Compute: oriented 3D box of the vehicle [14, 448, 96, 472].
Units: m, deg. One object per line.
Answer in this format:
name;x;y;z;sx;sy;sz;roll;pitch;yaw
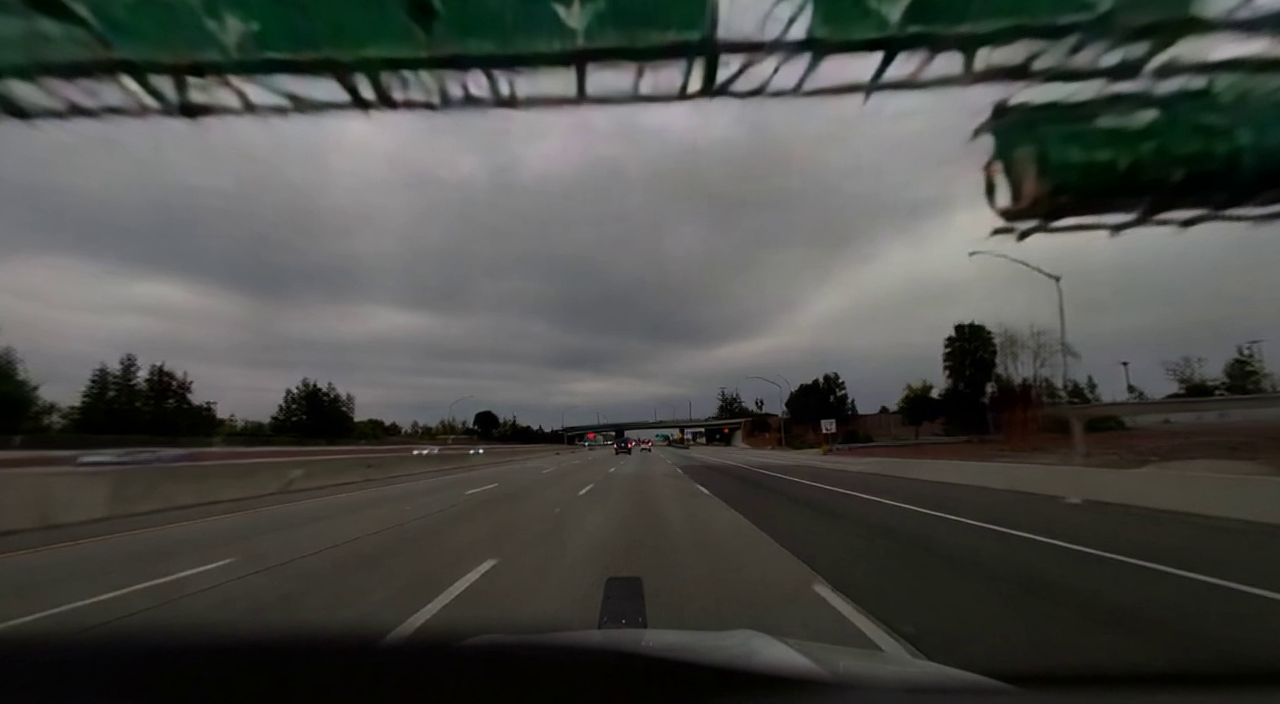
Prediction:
vehicle;-37.834;6.953;40.886;1.787;1.431;3.696;0;-8;-2
